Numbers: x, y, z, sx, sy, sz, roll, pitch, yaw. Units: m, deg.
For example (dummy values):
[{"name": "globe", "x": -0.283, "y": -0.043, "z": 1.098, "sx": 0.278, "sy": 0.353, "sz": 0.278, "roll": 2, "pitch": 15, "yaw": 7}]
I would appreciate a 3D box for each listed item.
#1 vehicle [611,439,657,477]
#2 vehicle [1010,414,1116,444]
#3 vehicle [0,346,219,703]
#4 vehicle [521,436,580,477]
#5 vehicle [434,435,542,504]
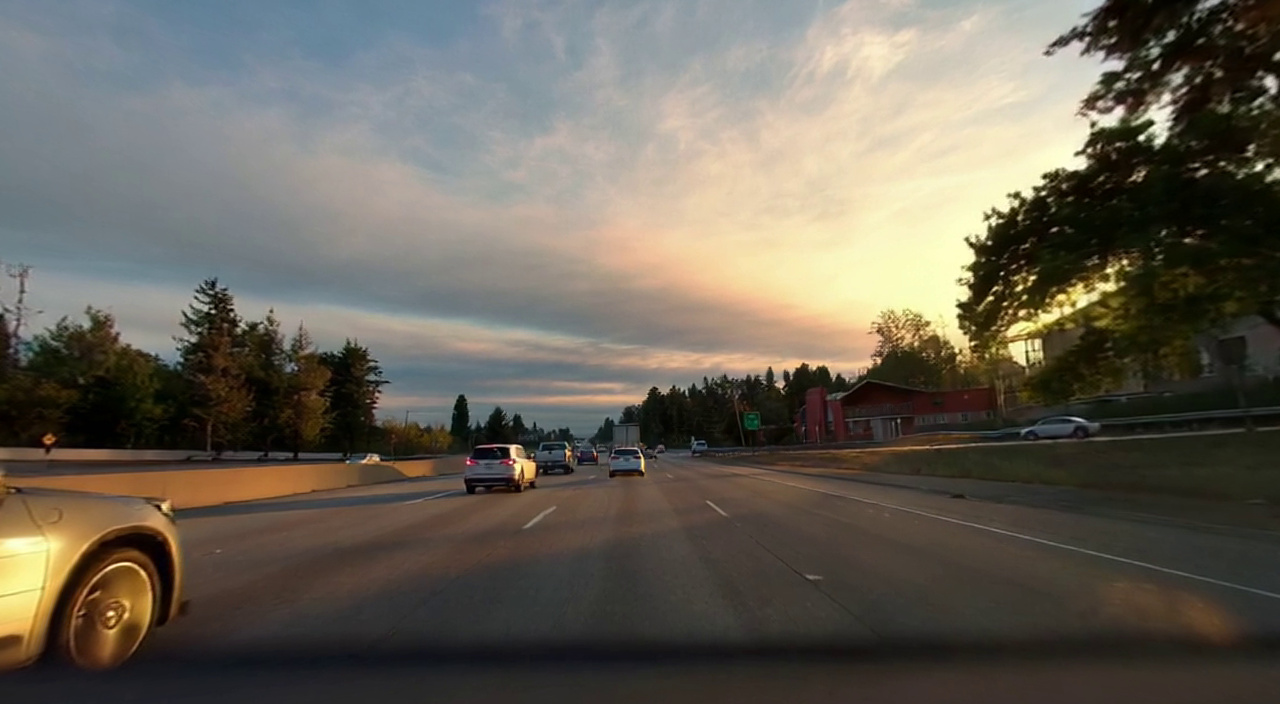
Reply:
[{"name": "vehicle", "x": -0.312, "y": 5.132, "z": 30.785, "sx": 2.063, "sy": 1.703, "sz": 4.203, "roll": 0, "pitch": -9, "yaw": -1}, {"name": "vehicle", "x": 22.725, "y": 4.199, "z": 34.142, "sx": 1.894, "sy": 1.458, "sz": 4.268, "roll": 4, "pitch": -9, "yaw": -25}, {"name": "vehicle", "x": -3.496, "y": 0.684, "z": 1.410, "sx": 2.027, "sy": 1.713, "sz": 4.490, "roll": 0, "pitch": -9, "yaw": -1}, {"name": "vehicle", "x": -4.496, "y": 5.356, "z": 32.660, "sx": 2.301, "sy": 1.944, "sz": 5.482, "roll": 0, "pitch": -9, "yaw": -1}, {"name": "vehicle", "x": -4.027, "y": 3.171, "z": 17.445, "sx": 1.988, "sy": 1.668, "sz": 4.021, "roll": 0, "pitch": -9, "yaw": 0}]
